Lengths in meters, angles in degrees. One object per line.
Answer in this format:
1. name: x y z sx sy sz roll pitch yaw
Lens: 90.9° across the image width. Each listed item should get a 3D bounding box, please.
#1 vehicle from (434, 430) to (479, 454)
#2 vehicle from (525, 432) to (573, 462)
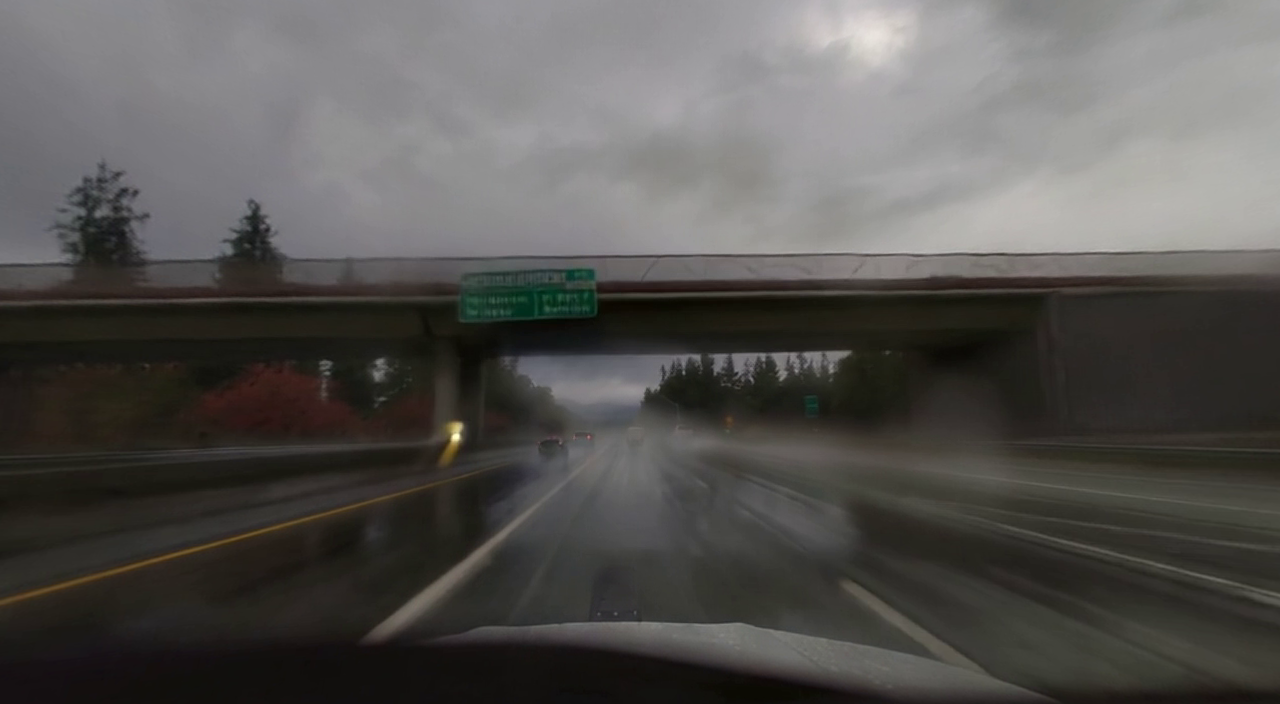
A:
1. vehicle: -13.746 6.776 47.507 2.011 1.687 4.740 0 -8 0
2. vehicle: -4.756 5.015 33.368 1.933 1.473 4.023 0 -8 0
